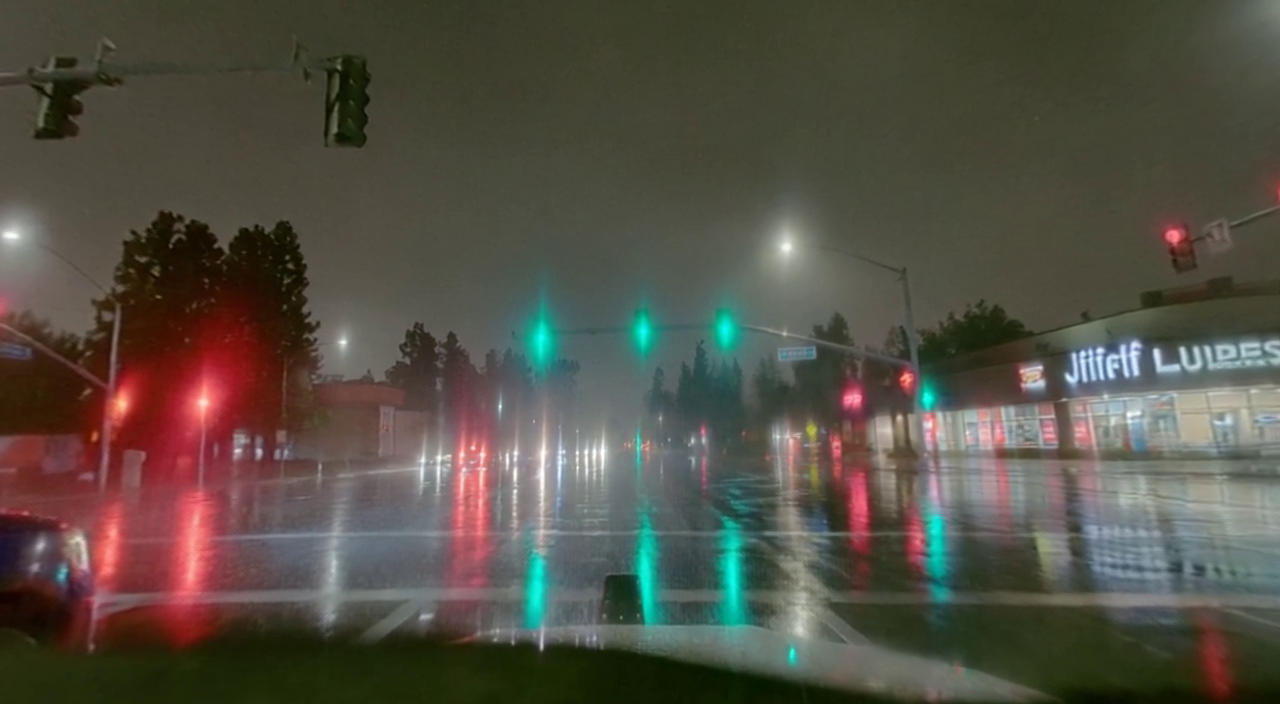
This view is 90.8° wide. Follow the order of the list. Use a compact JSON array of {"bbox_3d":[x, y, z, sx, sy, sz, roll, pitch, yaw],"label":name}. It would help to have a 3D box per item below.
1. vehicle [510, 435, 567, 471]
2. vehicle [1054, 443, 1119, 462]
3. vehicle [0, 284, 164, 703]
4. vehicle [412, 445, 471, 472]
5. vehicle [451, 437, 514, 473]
[{"bbox_3d":[-5.439,5.497,34.637,2.384,1.787,5.038,0,-8,-2],"label":"vehicle"},{"bbox_3d":[34.363,7.749,48.706,3.740,1.433,1.646,0,-8,-2],"label":"vehicle"},{"bbox_3d":[-3.323,0.441,0.309,2.313,1.883,5.016,0,-9,-1],"label":"vehicle"},{"bbox_3d":[-11.323,6.075,36.330,2.003,1.476,4.082,0,-8,1],"label":"vehicle"},{"bbox_3d":[-8.416,5.536,34.327,2.273,1.791,4.809,0,-8,-1],"label":"vehicle"}]
